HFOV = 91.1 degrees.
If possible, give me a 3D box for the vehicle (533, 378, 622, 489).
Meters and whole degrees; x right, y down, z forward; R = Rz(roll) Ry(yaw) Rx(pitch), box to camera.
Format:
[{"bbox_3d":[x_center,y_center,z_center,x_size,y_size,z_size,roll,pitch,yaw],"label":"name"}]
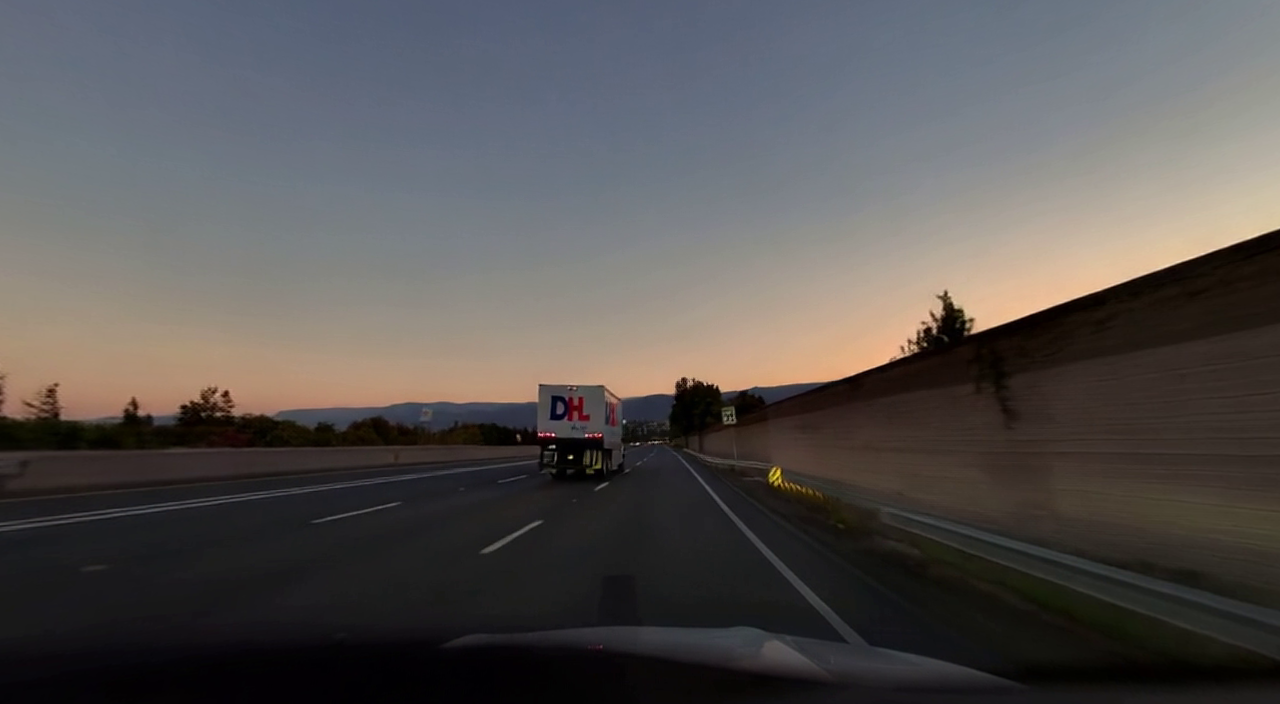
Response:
[{"bbox_3d":[-2.524,3.683,28.464,2.796,4.184,8.554,1,-8,2],"label":"vehicle"}]
